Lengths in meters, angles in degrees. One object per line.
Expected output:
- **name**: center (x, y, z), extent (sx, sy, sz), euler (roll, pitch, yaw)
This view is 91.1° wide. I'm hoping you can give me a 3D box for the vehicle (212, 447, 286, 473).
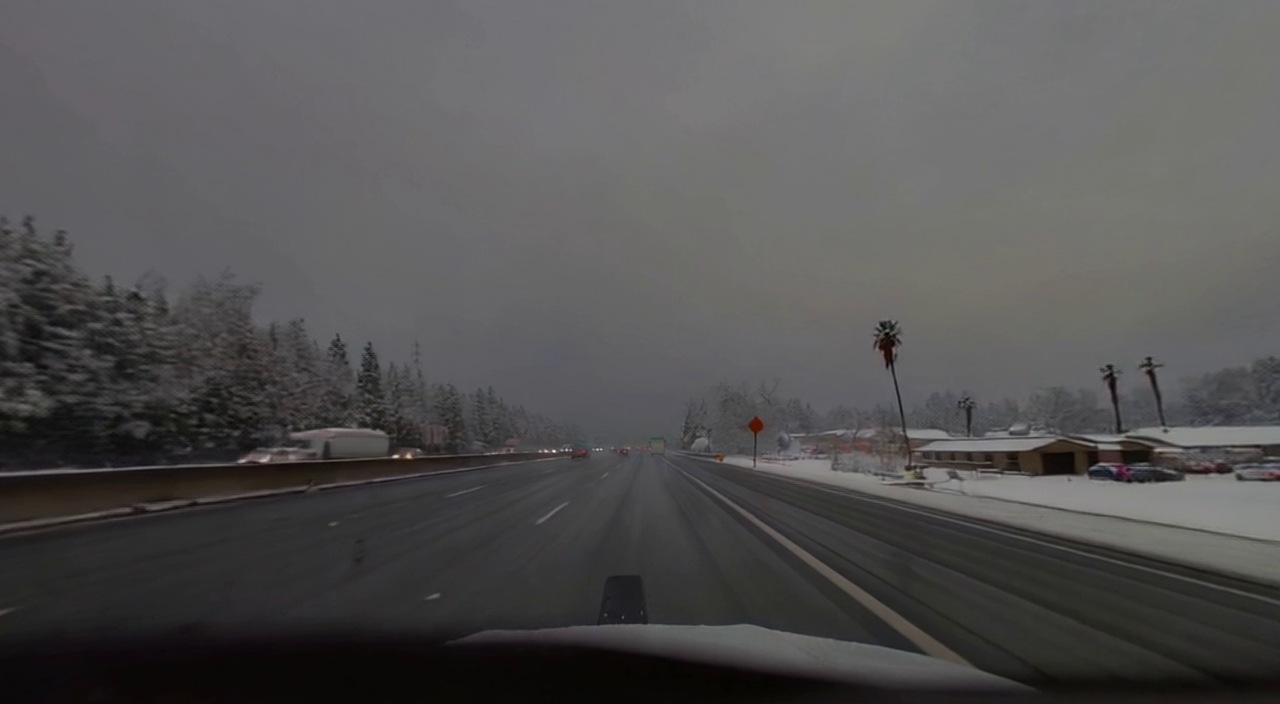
- **vehicle**: center (-26.785, 7.390, 43.244), extent (1.890, 1.646, 4.864), euler (0, -9, 1)
